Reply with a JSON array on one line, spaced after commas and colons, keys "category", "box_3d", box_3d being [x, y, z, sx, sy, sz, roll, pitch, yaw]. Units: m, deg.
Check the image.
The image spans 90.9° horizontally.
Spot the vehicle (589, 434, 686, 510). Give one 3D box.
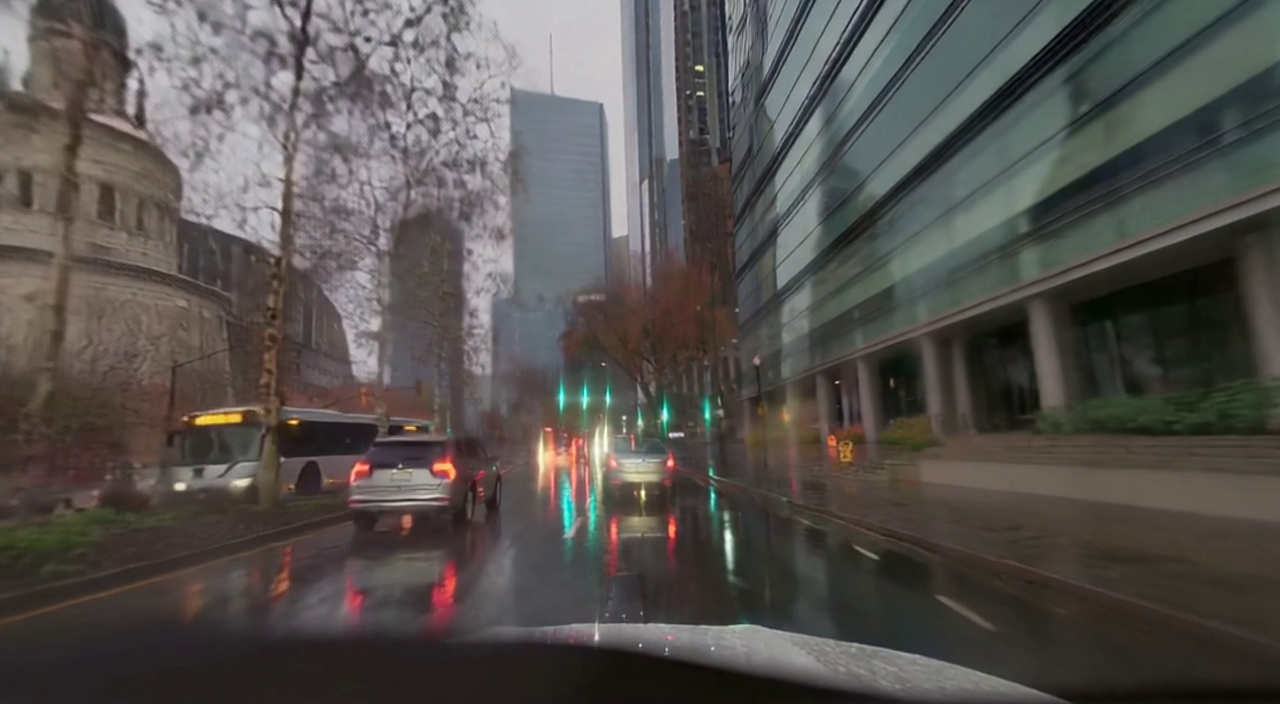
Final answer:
[{"category": "vehicle", "box_3d": [-0.143, 2.710, 14.627, 1.933, 1.504, 3.802, 0, -9, -3]}]

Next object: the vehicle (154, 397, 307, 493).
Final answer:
[{"category": "vehicle", "box_3d": [-19.542, 4.505, 30.752, 2.995, 4.140, 6.561, 0, -8, -1]}]

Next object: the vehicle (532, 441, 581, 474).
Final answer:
[{"category": "vehicle", "box_3d": [-4.034, 5.172, 31.066, 1.961, 1.517, 4.202, 0, -9, -2]}]

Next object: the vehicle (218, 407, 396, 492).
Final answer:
[{"category": "vehicle", "box_3d": [-14.941, 4.570, 29.677, 3.063, 3.298, 9.918, 0, -9, -1]}]

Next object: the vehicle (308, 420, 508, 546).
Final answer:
[{"category": "vehicle", "box_3d": [-3.467, 2.019, 10.262, 1.848, 1.641, 3.686, 0, -9, -1]}]
